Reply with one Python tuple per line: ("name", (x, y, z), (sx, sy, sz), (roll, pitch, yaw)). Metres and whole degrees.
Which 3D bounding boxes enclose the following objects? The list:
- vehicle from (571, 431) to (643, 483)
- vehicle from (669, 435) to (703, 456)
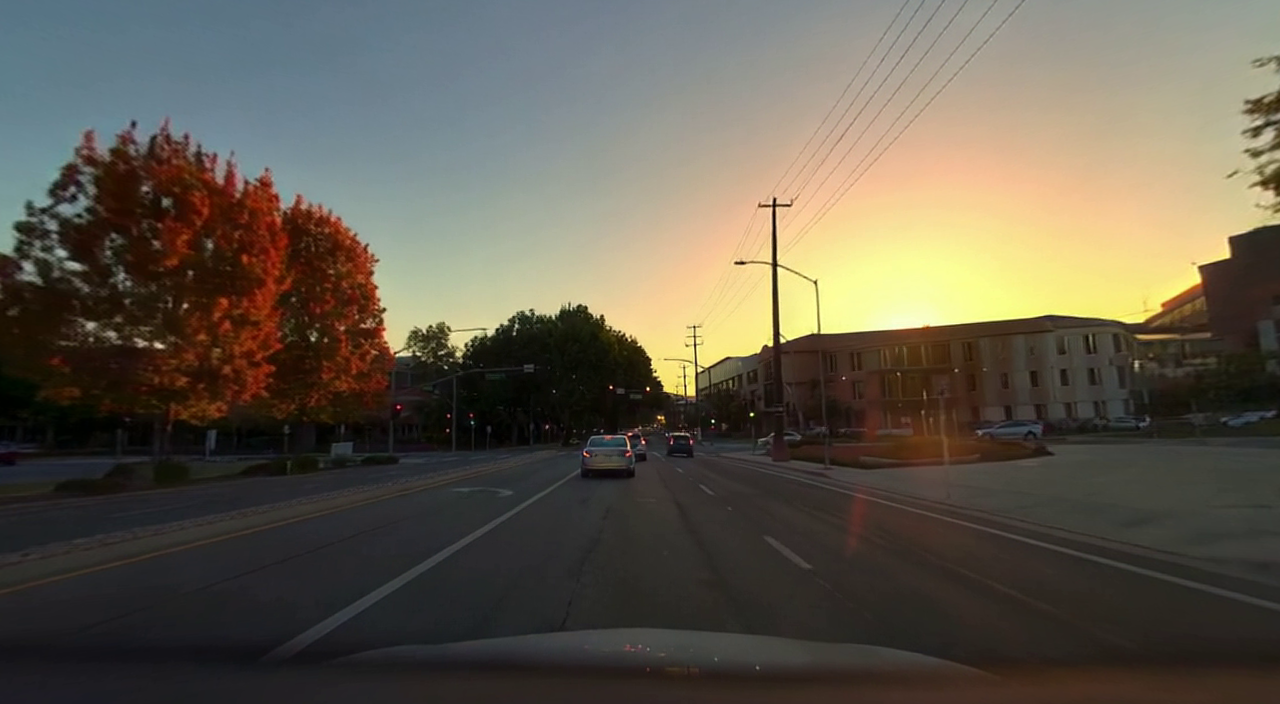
("vehicle", (-0.960, 3.314, 20.232), (2.075, 1.470, 3.962), (0, -8, 0))
("vehicle", (3.331, 6.865, 46.321), (1.945, 1.470, 4.363), (0, -8, -2))
